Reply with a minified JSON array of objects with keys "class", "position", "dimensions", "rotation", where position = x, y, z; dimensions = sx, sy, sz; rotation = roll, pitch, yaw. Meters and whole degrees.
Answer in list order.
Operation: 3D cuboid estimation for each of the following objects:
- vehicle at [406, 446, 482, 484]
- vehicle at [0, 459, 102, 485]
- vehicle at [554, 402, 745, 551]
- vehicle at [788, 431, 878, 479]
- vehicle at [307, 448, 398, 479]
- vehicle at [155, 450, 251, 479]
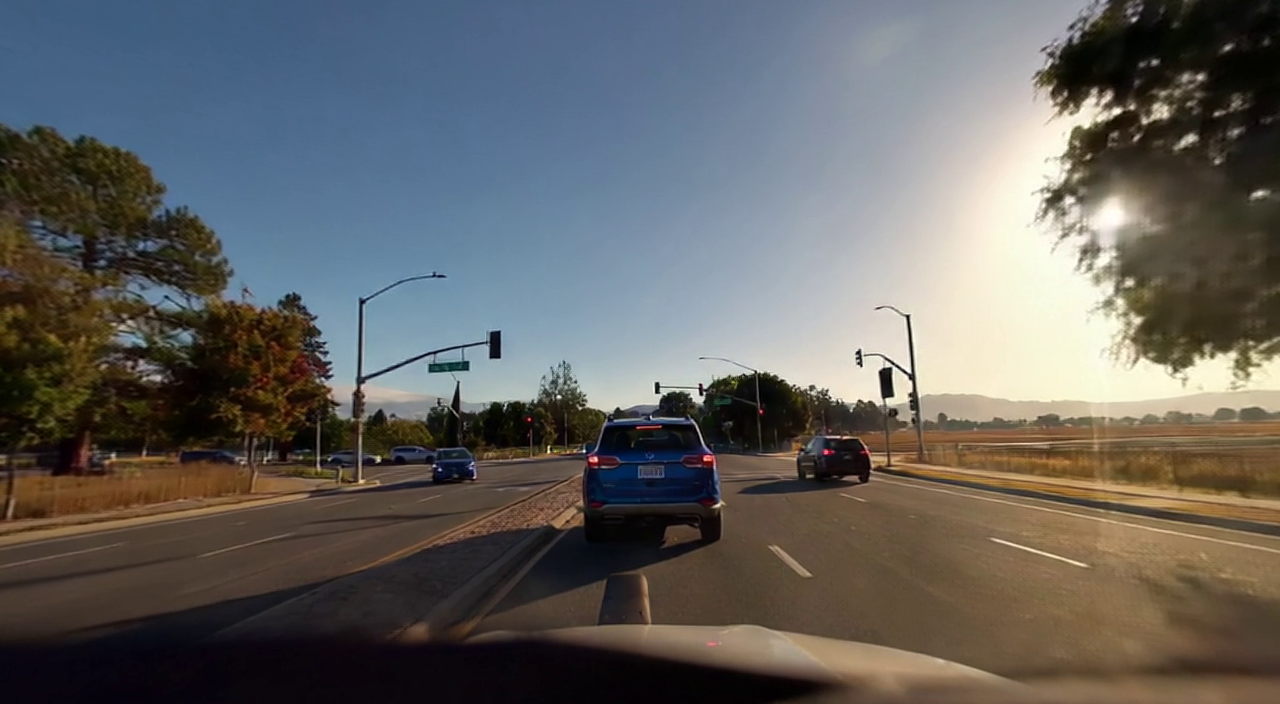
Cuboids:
[{"class":"vehicle","position":[-8.708,4.899,27.769],"dimensions":[2.425,1.480,4.707],"rotation":[4,-9,-26]},{"class":"vehicle","position":[-36.456,7.354,38.885],"dimensions":[4.559,1.458,2.265],"rotation":[-1,-8,2]},{"class":"vehicle","position":[0.109,1.807,9.756],"dimensions":[2.298,1.770,4.138],"rotation":[0,-8,0]},{"class":"vehicle","position":[7.198,3.892,24.067],"dimensions":[2.012,1.636,4.352],"rotation":[0,-8,0]},{"class":"vehicle","position":[-16.498,6.371,36.233],"dimensions":[4.510,1.606,2.192],"rotation":[-4,-9,22]},{"class":"vehicle","position":[-27.386,7.048,39.586],"dimensions":[4.608,1.680,2.026],"rotation":[-1,-8,4]}]
